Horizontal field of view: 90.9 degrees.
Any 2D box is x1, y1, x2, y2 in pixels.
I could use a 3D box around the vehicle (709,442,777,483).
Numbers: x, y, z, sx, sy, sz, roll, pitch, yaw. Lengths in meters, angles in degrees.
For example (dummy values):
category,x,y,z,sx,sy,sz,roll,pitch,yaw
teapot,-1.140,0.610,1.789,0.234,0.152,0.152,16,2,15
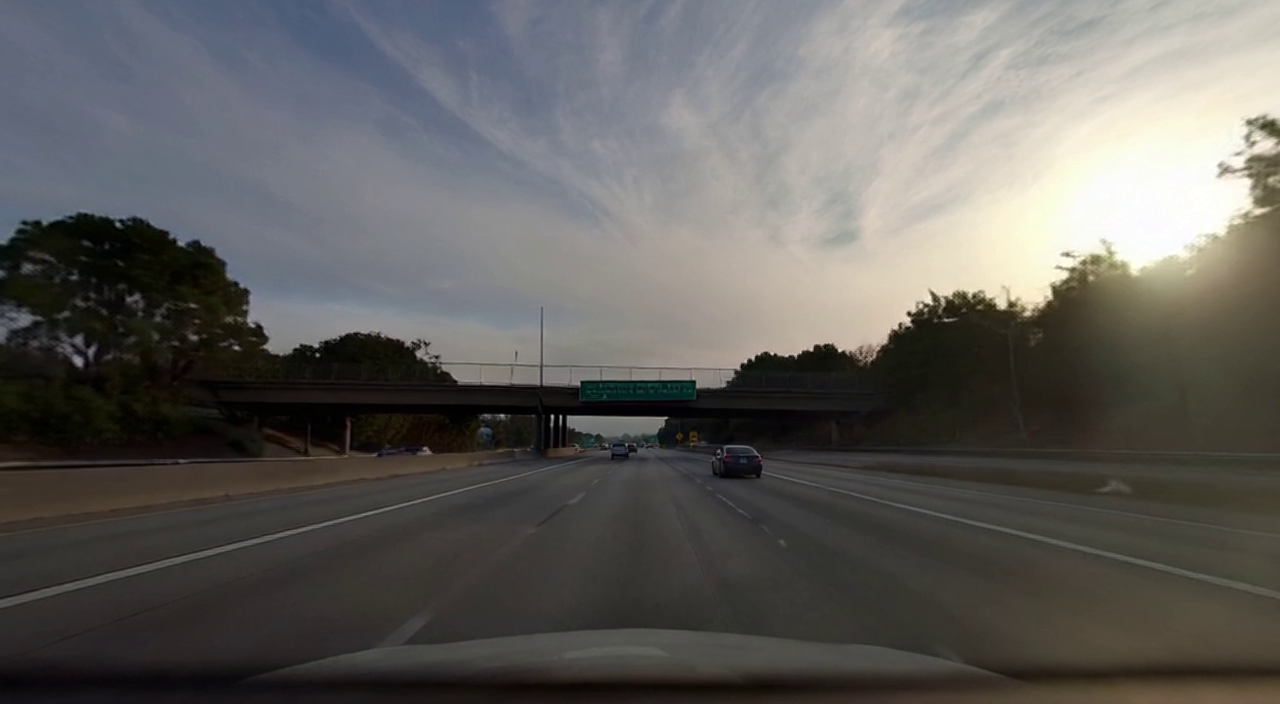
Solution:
category,x,y,z,sx,sy,sz,roll,pitch,yaw
vehicle,4.042,4.407,25.493,1.908,1.483,4.259,0,-8,-1
